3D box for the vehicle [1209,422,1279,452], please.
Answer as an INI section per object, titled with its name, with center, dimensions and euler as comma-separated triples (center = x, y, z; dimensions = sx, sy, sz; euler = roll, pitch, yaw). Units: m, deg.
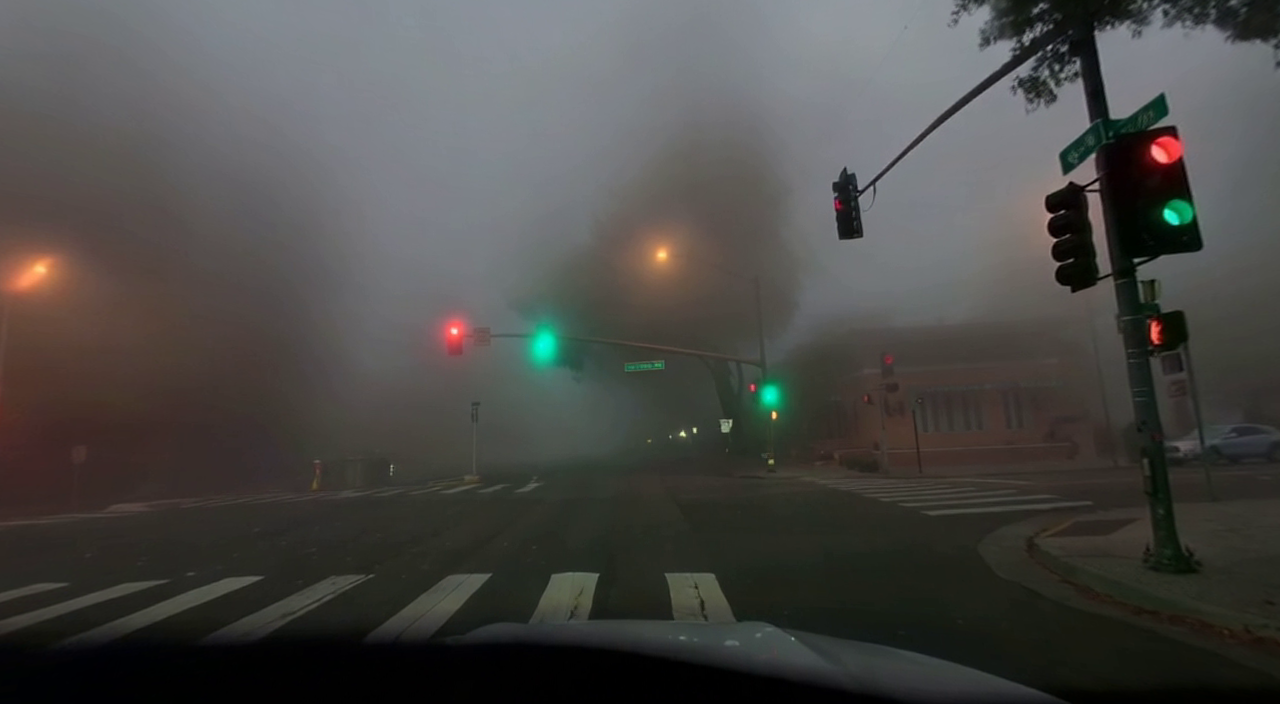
[vehicle]
center = 35.321, 4.737, 35.345
dimensions = 4.493, 1.453, 1.849
euler = -4, -9, 2
